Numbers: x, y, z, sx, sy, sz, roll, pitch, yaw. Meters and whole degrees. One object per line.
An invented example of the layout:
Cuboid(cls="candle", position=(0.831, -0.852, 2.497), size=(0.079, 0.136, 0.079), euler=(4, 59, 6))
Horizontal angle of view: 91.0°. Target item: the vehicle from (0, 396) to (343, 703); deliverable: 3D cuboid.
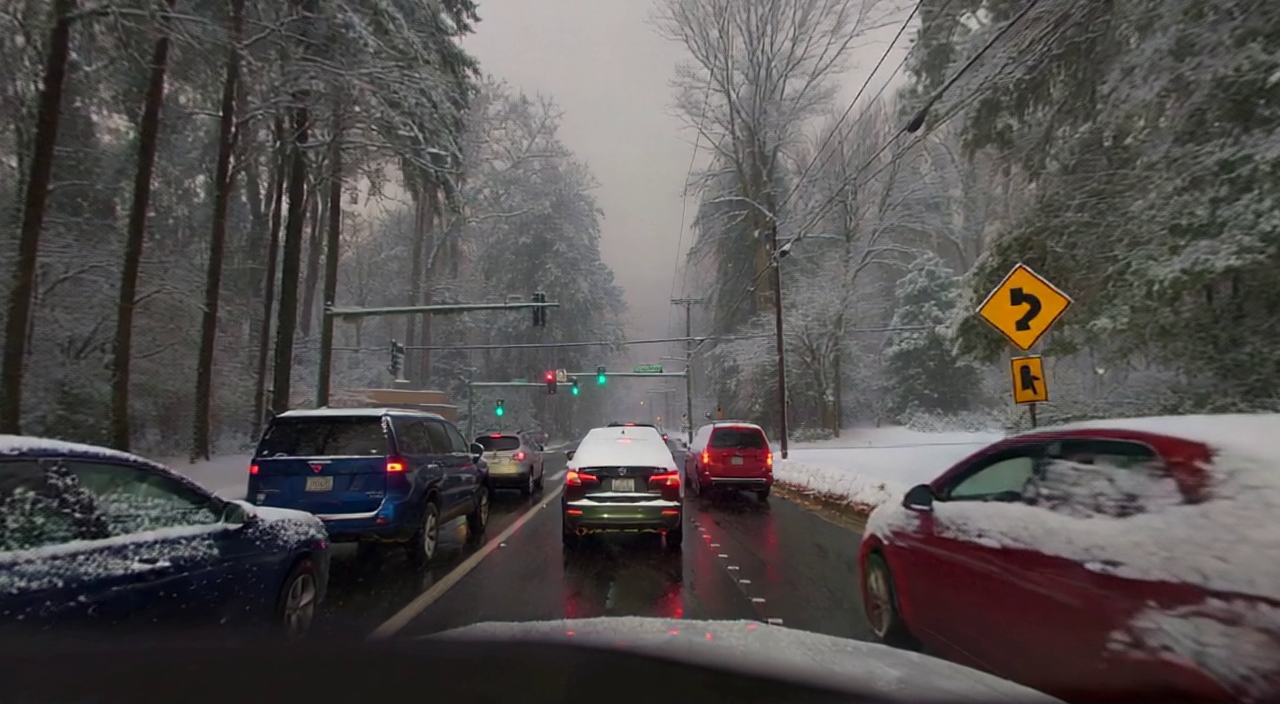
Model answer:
Cuboid(cls="vehicle", position=(-2.925, 0.842, 1.617), size=(1.974, 1.484, 4.716), euler=(0, -8, 1))

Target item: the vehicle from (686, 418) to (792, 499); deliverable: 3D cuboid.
Cuboid(cls="vehicle", position=(2.456, 2.805, 16.877), size=(2.059, 1.864, 4.541), euler=(0, -8, -1))

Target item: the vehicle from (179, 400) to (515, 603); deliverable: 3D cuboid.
Cuboid(cls="vehicle", position=(-2.893, 1.568, 7.446), size=(1.964, 1.712, 4.097), euler=(0, -8, 0))

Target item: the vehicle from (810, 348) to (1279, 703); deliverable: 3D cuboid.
Cuboid(cls="vehicle", position=(2.526, 0.974, 2.975), size=(2.116, 1.497, 4.652), euler=(0, -8, 0))

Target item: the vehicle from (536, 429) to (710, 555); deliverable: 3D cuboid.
Cuboid(cls="vehicle", position=(-0.248, 1.922, 9.344), size=(2.025, 1.453, 3.848), euler=(0, -8, -2))
